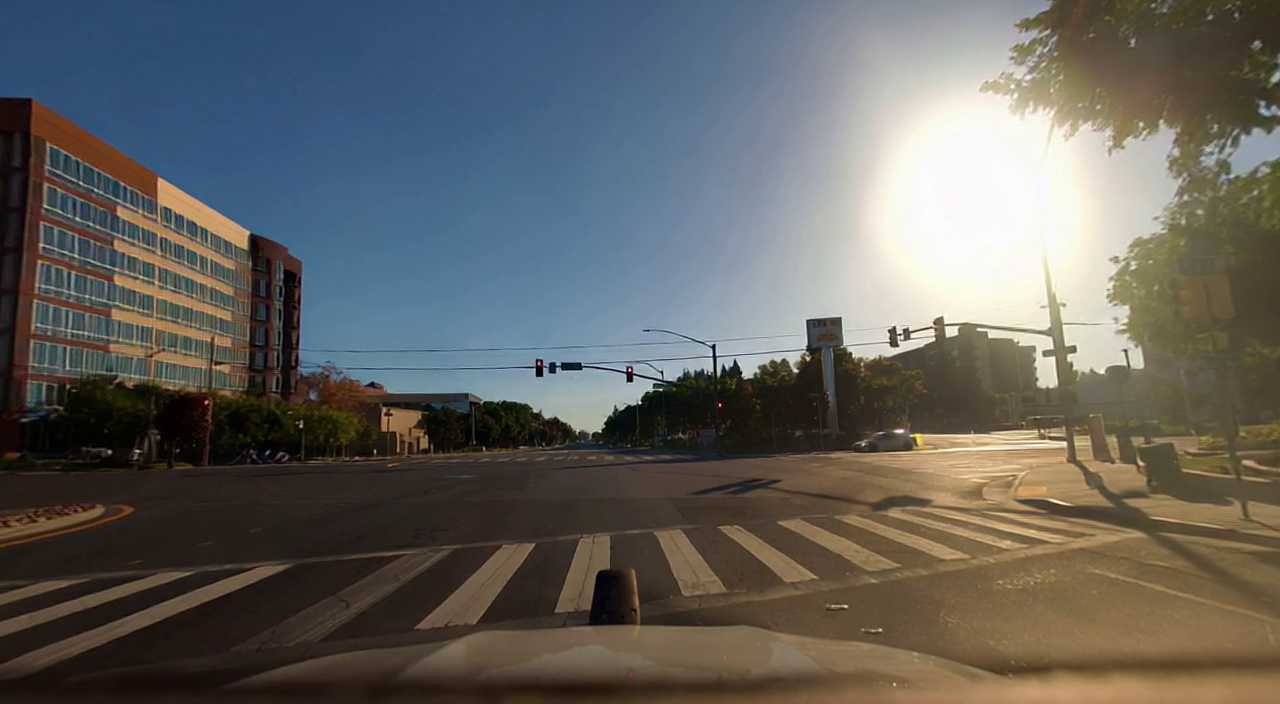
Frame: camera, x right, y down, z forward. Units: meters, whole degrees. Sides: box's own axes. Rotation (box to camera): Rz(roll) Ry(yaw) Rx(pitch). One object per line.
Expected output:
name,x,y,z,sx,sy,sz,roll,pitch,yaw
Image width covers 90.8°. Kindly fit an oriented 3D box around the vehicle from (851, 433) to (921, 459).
vehicle,17.632,6.749,45.238,4.600,1.783,1.970,4,-10,-26
